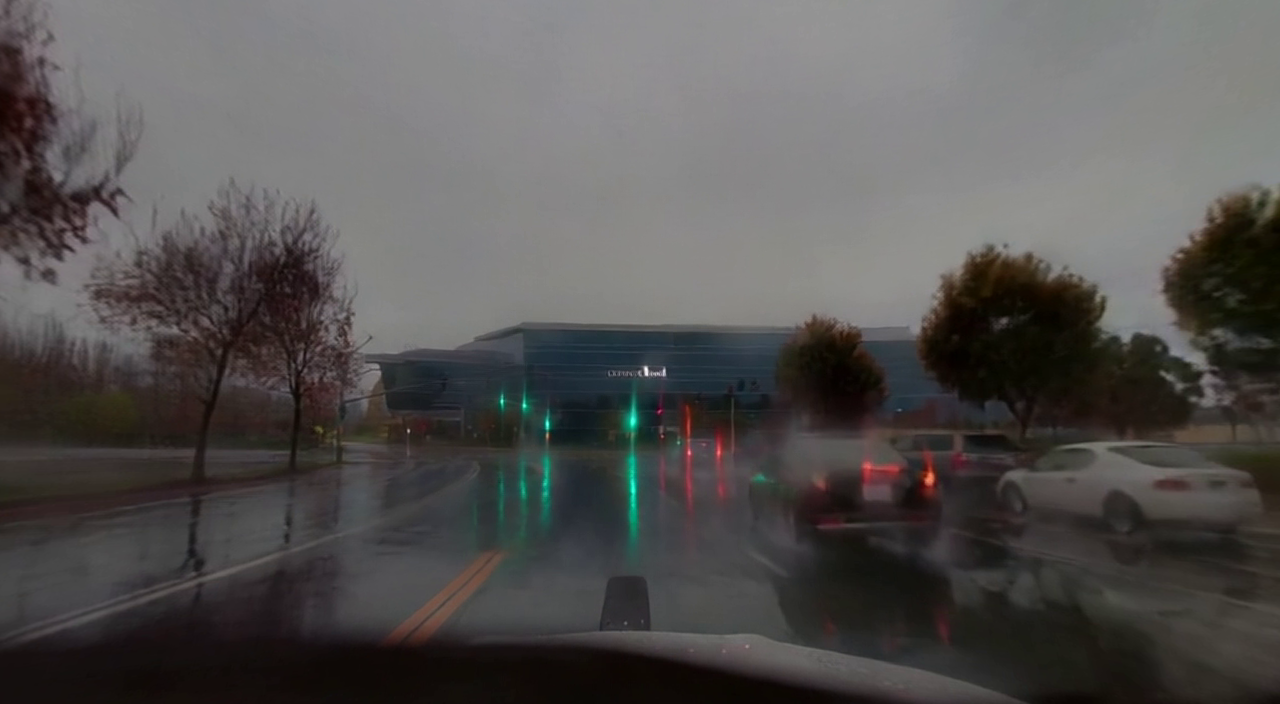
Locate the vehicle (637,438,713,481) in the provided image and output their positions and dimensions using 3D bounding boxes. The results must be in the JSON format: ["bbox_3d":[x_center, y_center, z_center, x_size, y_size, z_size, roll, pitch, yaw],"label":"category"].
[{"bbox_3d":[1.218,4.102,24.322,1.984,1.476,4.488,1,-8,-9],"label":"vehicle"}]

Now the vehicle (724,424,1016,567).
[{"bbox_3d":[2.725,1.834,8.894,2.280,1.472,4.426,0,-8,-3],"label":"vehicle"}]

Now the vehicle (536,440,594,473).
[{"bbox_3d":[-3.872,5.195,31.640,2.308,1.535,4.811,2,-9,-13],"label":"vehicle"}]

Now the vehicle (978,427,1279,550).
[{"bbox_3d":[7.546,1.967,9.846,1.820,1.450,4.408,1,-8,-4],"label":"vehicle"}]

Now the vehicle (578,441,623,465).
[{"bbox_3d":[-2.595,6.464,40.464,1.957,1.463,4.701,2,-9,-16],"label":"vehicle"}]
